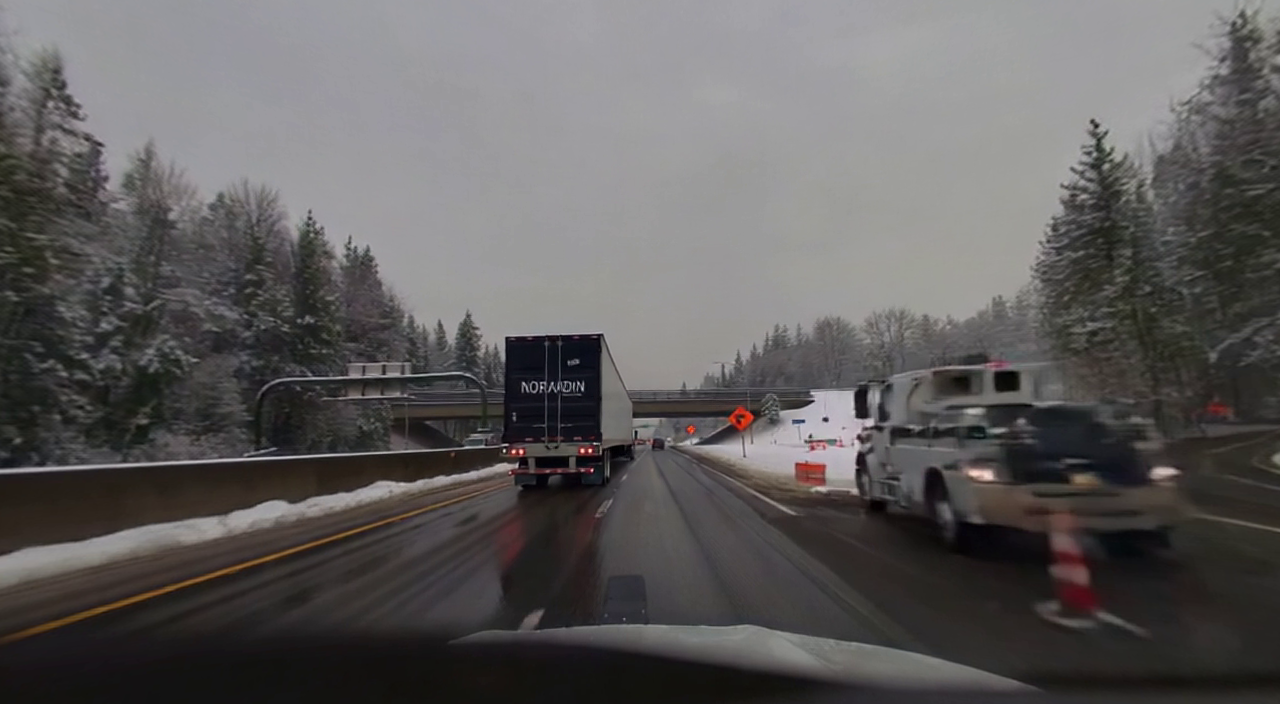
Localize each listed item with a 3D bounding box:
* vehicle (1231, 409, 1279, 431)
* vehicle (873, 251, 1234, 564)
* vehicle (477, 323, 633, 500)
[{"bbox_3d":[45.878,5.074,46.858,4.509,1.491,1.947,6,-10,-37],"label":"vehicle"},{"bbox_3d":[5.263,0.808,8.859,2.928,3.571,3.032,-1,-8,6],"label":"vehicle"},{"bbox_3d":[-2.008,2.509,22.579,2.873,4.060,16.327,0,-8,2],"label":"vehicle"}]
